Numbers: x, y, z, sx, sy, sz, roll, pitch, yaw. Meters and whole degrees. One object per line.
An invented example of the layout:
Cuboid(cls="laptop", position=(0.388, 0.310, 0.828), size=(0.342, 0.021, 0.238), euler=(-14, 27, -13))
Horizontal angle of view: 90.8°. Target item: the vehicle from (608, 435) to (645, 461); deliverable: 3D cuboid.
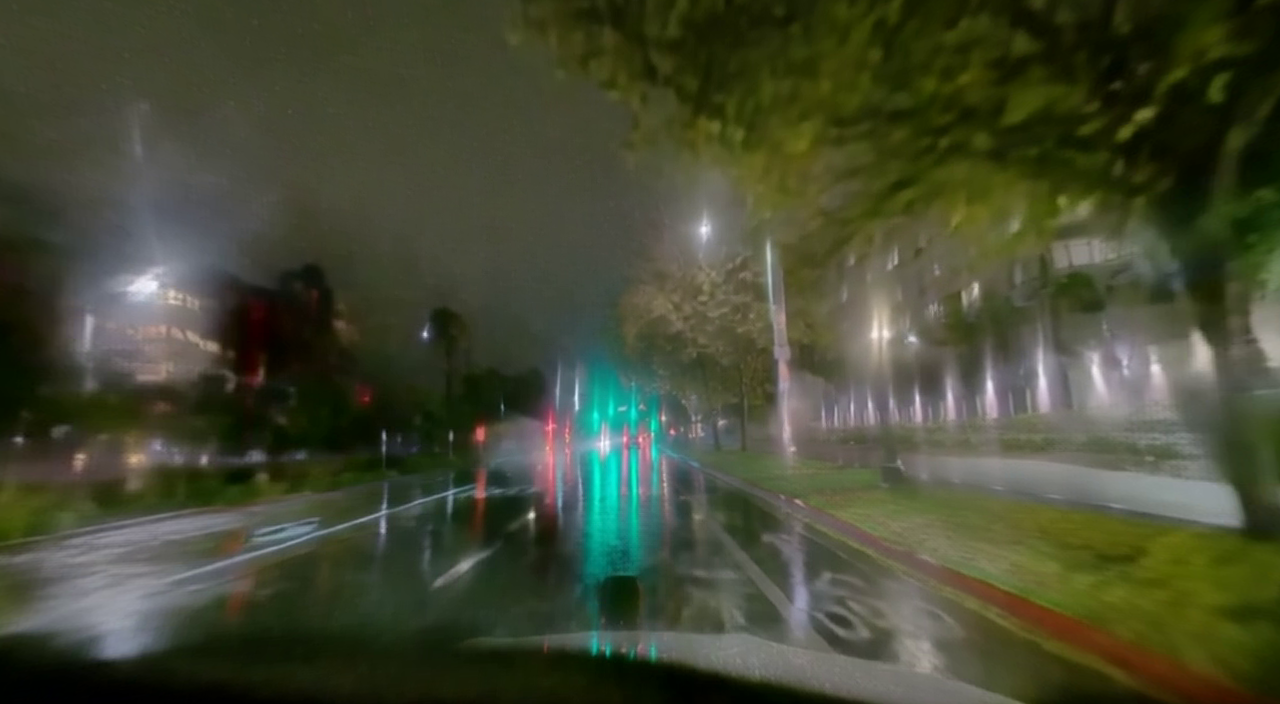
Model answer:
Cuboid(cls="vehicle", position=(-0.818, 5.873, 38.890), size=(2.131, 1.474, 4.146), euler=(0, -8, -1))
